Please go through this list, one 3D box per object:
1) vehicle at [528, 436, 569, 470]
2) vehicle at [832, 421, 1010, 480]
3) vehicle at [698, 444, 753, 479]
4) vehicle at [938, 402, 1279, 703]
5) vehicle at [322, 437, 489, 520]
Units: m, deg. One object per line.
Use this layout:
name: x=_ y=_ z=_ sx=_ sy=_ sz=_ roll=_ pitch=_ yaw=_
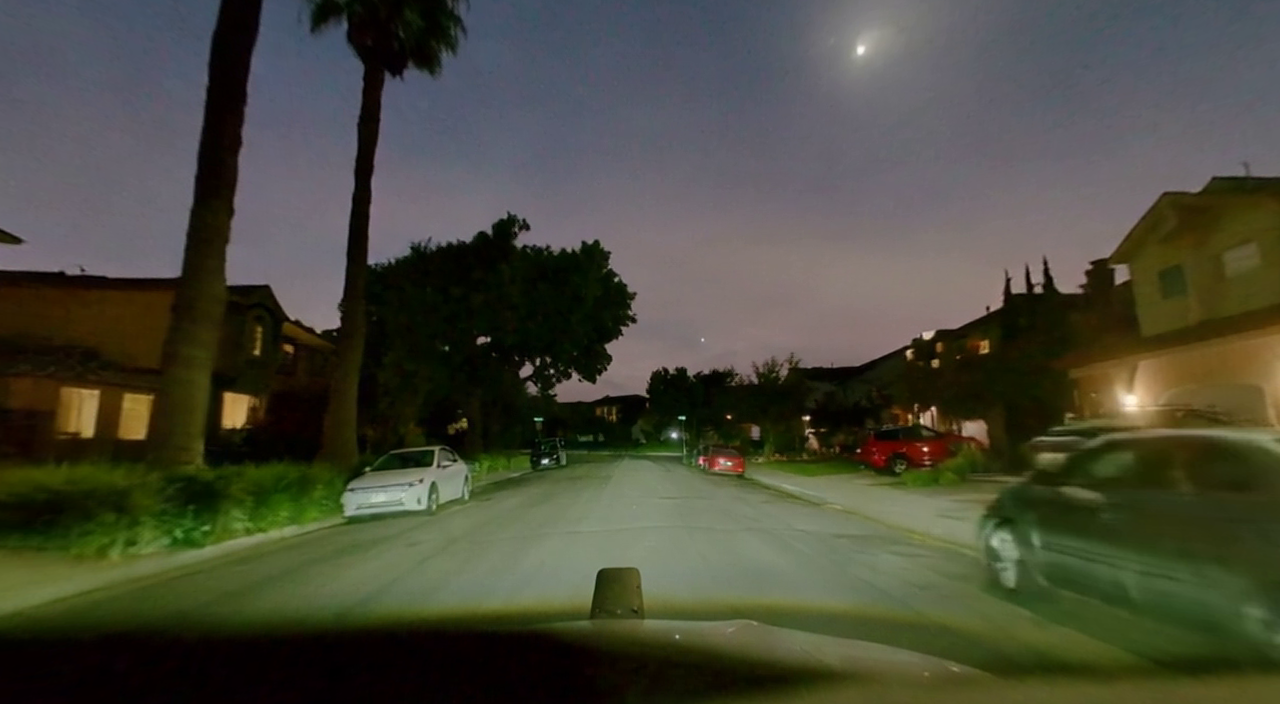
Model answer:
vehicle: x=-5.500 y=5.976 z=37.709 sx=2.106 sy=1.914 sz=4.363 roll=2 pitch=-8 yaw=-12
vehicle: x=9.417 y=3.329 z=21.557 sx=5.068 sy=1.888 sz=2.062 roll=0 pitch=-8 yaw=1
vehicle: x=3.848 y=4.996 z=29.242 sx=1.867 sy=1.480 sz=4.678 roll=0 pitch=-8 yaw=0
vehicle: x=4.007 y=1.201 z=4.178 sx=1.987 sy=1.567 sz=4.112 roll=0 pitch=-8 yaw=-1
vehicle: x=-4.835 y=2.690 z=13.856 sx=2.080 sy=1.479 sz=4.531 roll=0 pitch=-9 yaw=-2
